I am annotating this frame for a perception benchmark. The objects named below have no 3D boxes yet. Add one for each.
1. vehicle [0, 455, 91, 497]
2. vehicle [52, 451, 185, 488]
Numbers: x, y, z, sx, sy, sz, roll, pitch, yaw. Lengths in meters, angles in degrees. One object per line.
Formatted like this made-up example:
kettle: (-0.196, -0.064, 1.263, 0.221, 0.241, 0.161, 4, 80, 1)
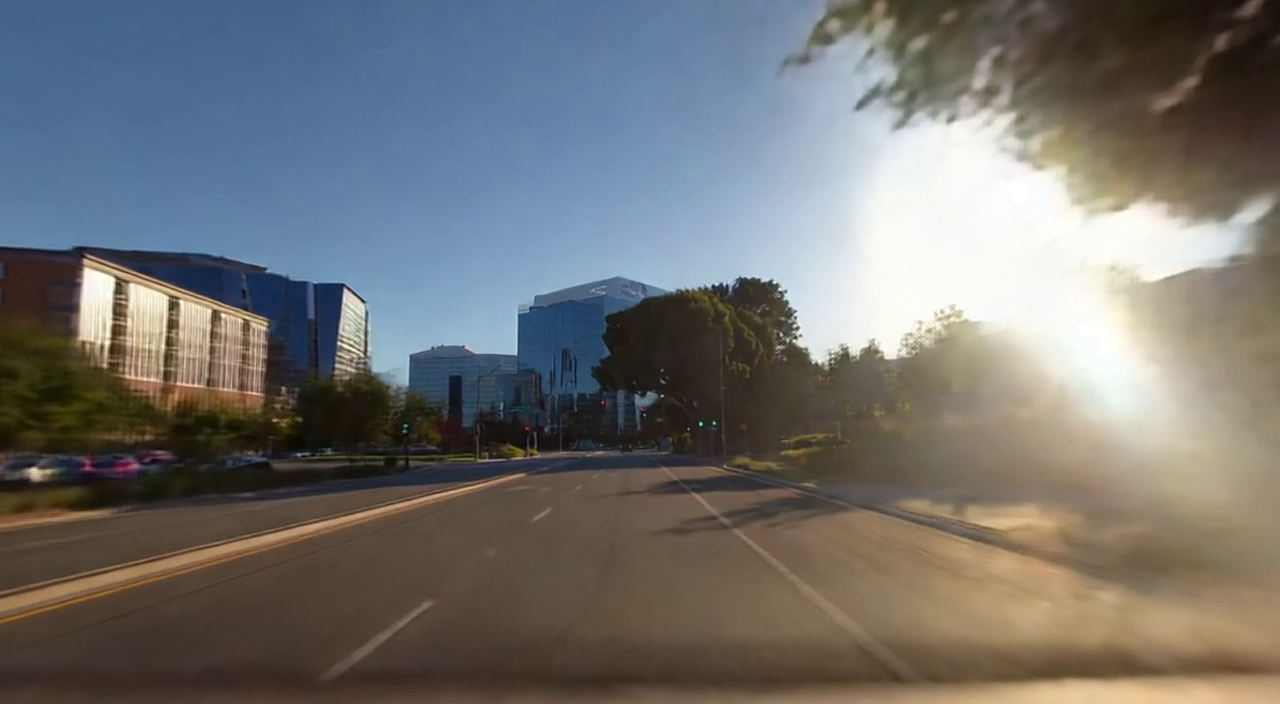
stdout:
vehicle: (-24.687, 4.806, 24.588, 4.600, 1.506, 2.143, 0, -8, 1)
vehicle: (-24.593, 5.531, 29.954, 4.377, 1.668, 1.977, 1, -8, -6)
